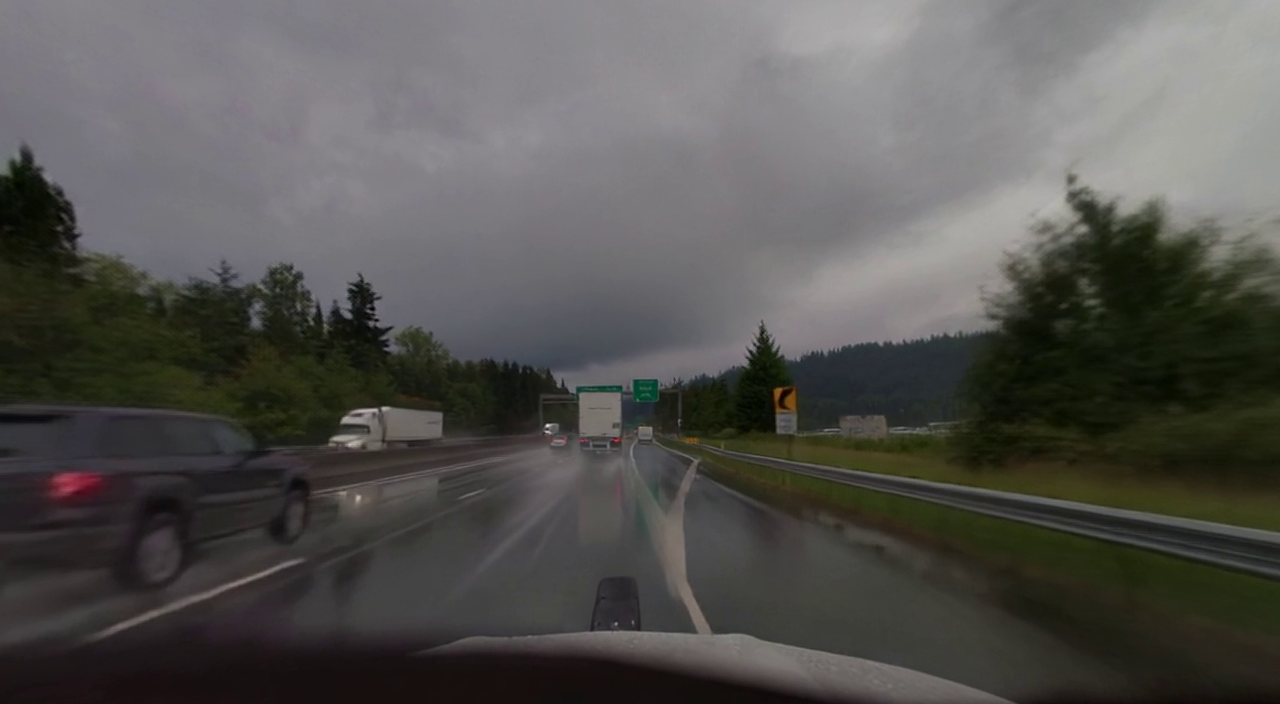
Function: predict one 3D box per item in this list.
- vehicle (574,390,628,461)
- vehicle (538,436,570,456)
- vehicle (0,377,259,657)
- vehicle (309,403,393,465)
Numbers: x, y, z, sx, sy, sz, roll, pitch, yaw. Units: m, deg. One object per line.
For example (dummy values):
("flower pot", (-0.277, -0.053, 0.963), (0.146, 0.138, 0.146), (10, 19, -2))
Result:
("vehicle", (-2.187, 4.463, 37.594), (2.855, 3.741, 8.587), (0, -8, -2))
("vehicle", (-6.586, 7.181, 48.421), (1.931, 1.479, 4.083), (0, -8, -1))
("vehicle", (-4.855, 1.042, 4.166), (2.068, 1.647, 4.321), (0, -8, -2))
("vehicle", (-19.535, 5.599, 43.033), (2.953, 3.896, 5.885), (0, -8, -1))
